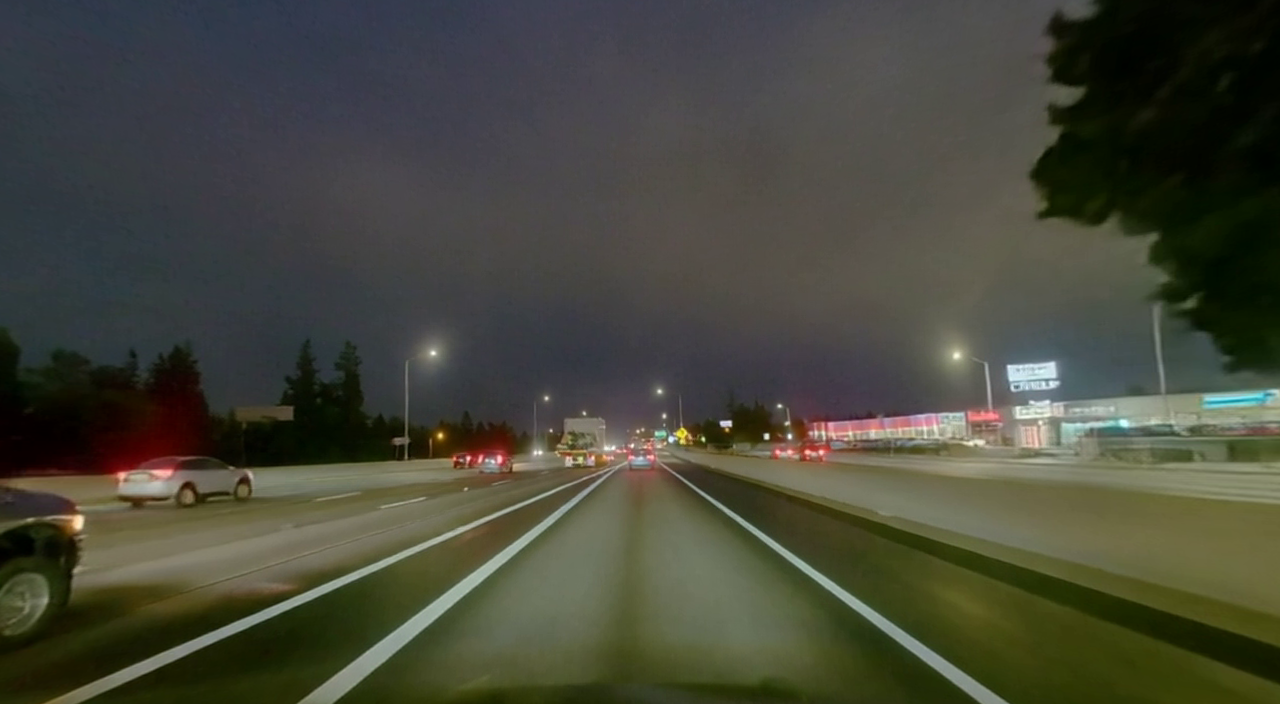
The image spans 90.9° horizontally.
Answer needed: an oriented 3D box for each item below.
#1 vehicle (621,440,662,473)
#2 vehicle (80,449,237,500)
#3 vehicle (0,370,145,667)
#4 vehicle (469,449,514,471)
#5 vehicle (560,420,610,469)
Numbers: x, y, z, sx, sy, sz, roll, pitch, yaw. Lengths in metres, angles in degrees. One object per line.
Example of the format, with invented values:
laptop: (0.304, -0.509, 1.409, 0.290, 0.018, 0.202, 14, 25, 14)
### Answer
vehicle: (0.108, 6.108, 37.280, 2.227, 1.794, 4.646, 0, -8, 1)
vehicle: (-18.324, 4.635, 24.397, 2.076, 1.709, 4.893, -1, -8, 2)
vehicle: (-5.048, 0.836, 2.584, 2.200, 1.793, 4.586, 0, -8, 2)
vehicle: (-10.799, 7.903, 46.274, 1.928, 1.480, 4.823, -1, -8, 2)
vehicle: (-4.164, 7.231, 49.361, 2.796, 3.426, 8.553, -1, -8, 2)
